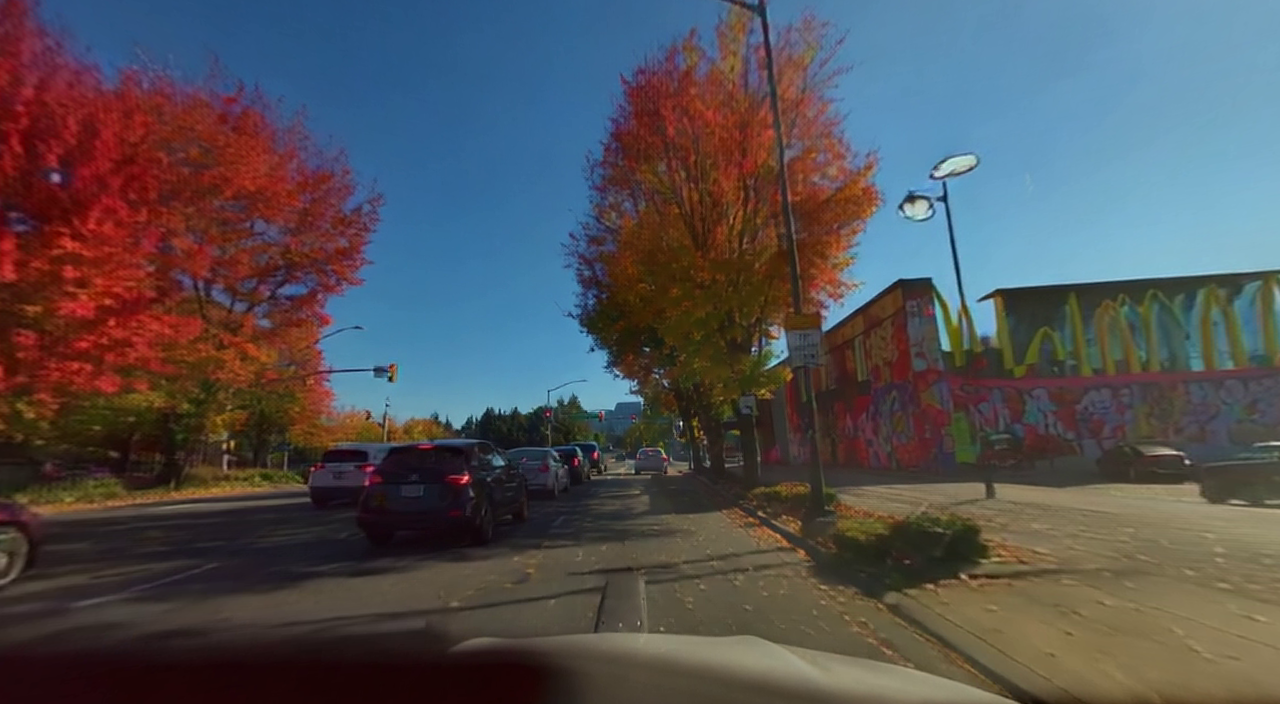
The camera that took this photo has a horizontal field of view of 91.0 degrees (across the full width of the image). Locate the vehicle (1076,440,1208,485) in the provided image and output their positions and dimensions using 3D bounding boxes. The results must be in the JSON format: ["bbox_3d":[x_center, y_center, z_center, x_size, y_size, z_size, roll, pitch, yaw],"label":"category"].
[{"bbox_3d":[20.607,4.553,26.141,1.917,1.675,4.450,0,-9,3],"label":"vehicle"}]

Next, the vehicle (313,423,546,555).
[{"bbox_3d":[-3.053,2.112,10.432,2.165,1.663,4.513,0,-9,2],"label":"vehicle"}]

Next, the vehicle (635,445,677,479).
[{"bbox_3d":[0.866,6.044,34.817,2.144,1.704,4.028,0,-9,1],"label":"vehicle"}]

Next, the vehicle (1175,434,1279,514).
[{"bbox_3d":[14.754,2.643,13.643,1.963,1.703,4.447,2,-9,-10],"label":"vehicle"}]
